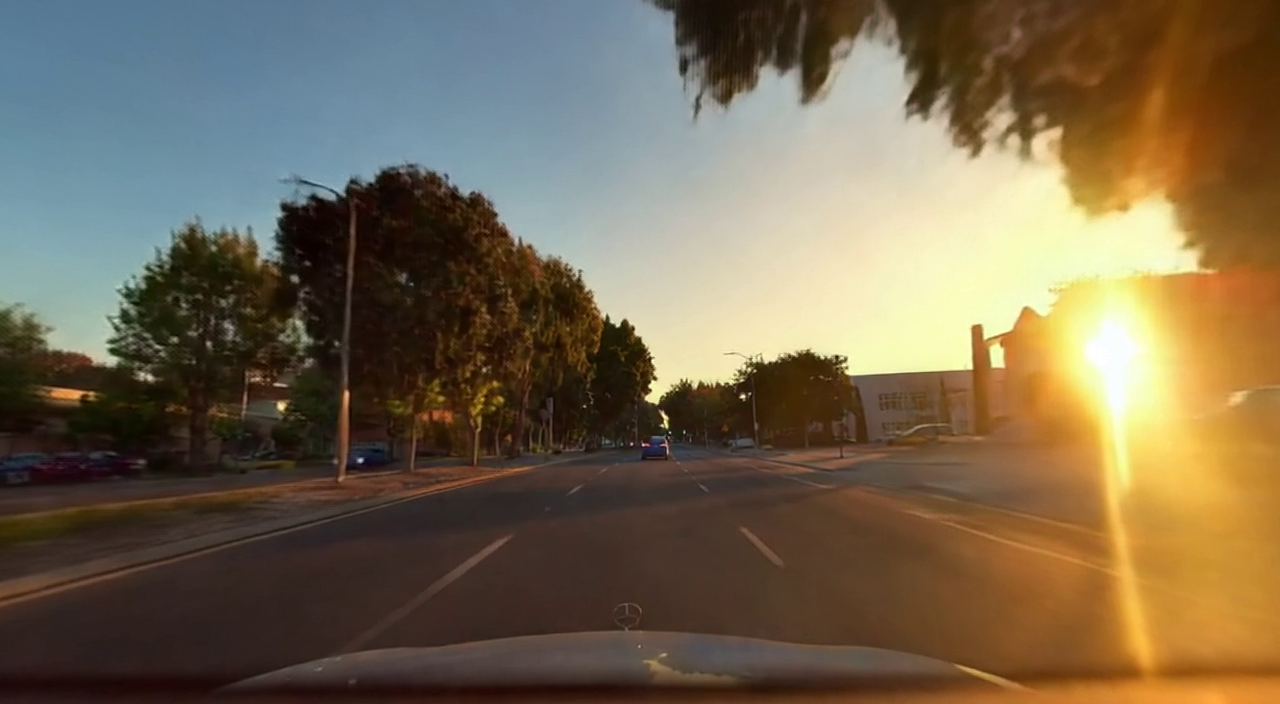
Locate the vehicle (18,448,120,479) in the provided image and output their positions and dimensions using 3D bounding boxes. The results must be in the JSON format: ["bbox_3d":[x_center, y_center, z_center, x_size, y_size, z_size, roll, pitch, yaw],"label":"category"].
[{"bbox_3d":[-32.486,6.323,35.795,4.042,1.645,1.876,-1,-8,3],"label":"vehicle"}]

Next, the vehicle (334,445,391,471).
[{"bbox_3d":[-19.771,7.540,44.948,1.904,1.677,4.415,-1,-8,2],"label":"vehicle"}]

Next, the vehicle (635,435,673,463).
[{"bbox_3d":[0.858,5.760,37.440,2.144,1.505,4.128,-1,-8,2],"label":"vehicle"}]
